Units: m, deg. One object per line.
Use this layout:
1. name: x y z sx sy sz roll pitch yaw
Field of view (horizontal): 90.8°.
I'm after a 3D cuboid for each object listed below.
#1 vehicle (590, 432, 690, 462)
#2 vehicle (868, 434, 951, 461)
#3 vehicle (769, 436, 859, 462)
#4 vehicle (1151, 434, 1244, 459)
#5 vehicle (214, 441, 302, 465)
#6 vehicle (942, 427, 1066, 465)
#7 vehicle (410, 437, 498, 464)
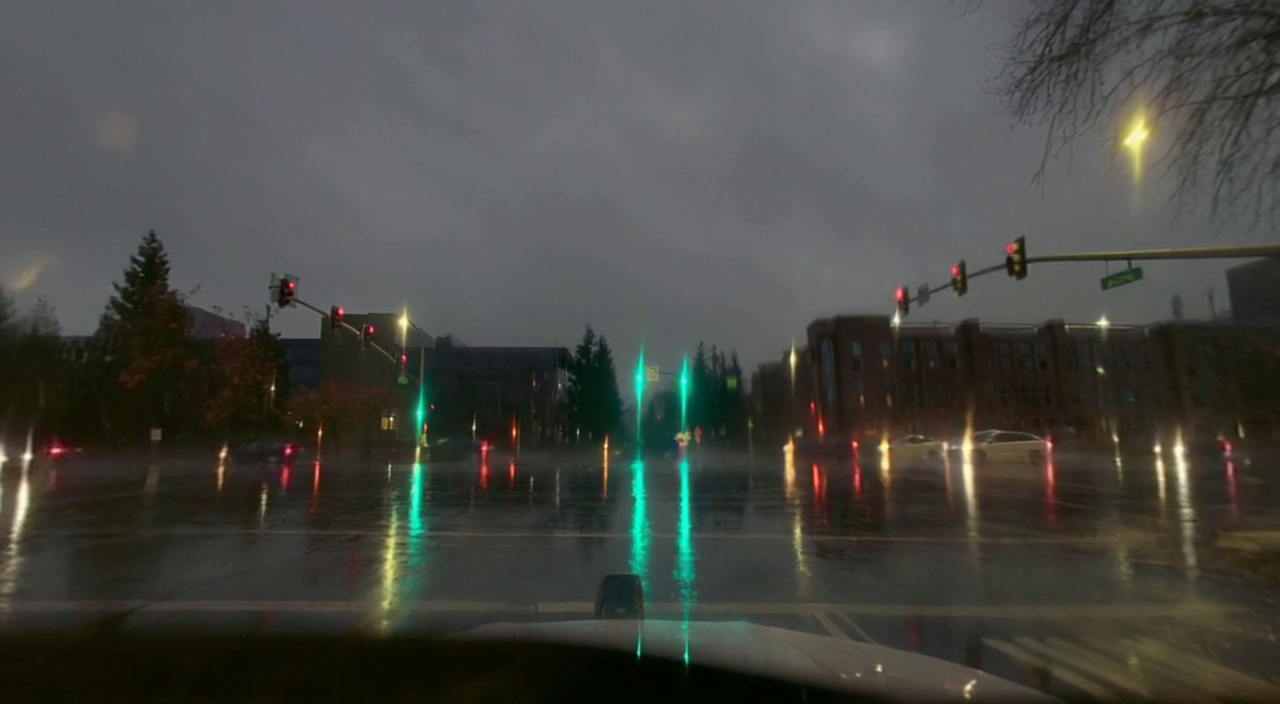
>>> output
1. vehicle: 0.039 6.037 40.149 6.133 1.833 2.155 -1 -9 2
2. vehicle: 17.313 6.145 40.727 4.488 1.667 1.869 0 -9 1
3. vehicle: 10.185 5.690 37.140 4.724 1.452 1.870 0 -9 1
4. vehicle: 35.454 6.031 40.235 4.100 1.509 1.853 0 -9 0
5. vehicle: -24.384 6.442 40.465 4.443 1.472 1.794 0 -9 0
6. vehicle: 17.596 4.565 30.707 4.662 1.764 2.064 0 -9 0
7. vehicle: -10.773 5.737 36.830 4.519 1.476 1.767 0 -9 0
